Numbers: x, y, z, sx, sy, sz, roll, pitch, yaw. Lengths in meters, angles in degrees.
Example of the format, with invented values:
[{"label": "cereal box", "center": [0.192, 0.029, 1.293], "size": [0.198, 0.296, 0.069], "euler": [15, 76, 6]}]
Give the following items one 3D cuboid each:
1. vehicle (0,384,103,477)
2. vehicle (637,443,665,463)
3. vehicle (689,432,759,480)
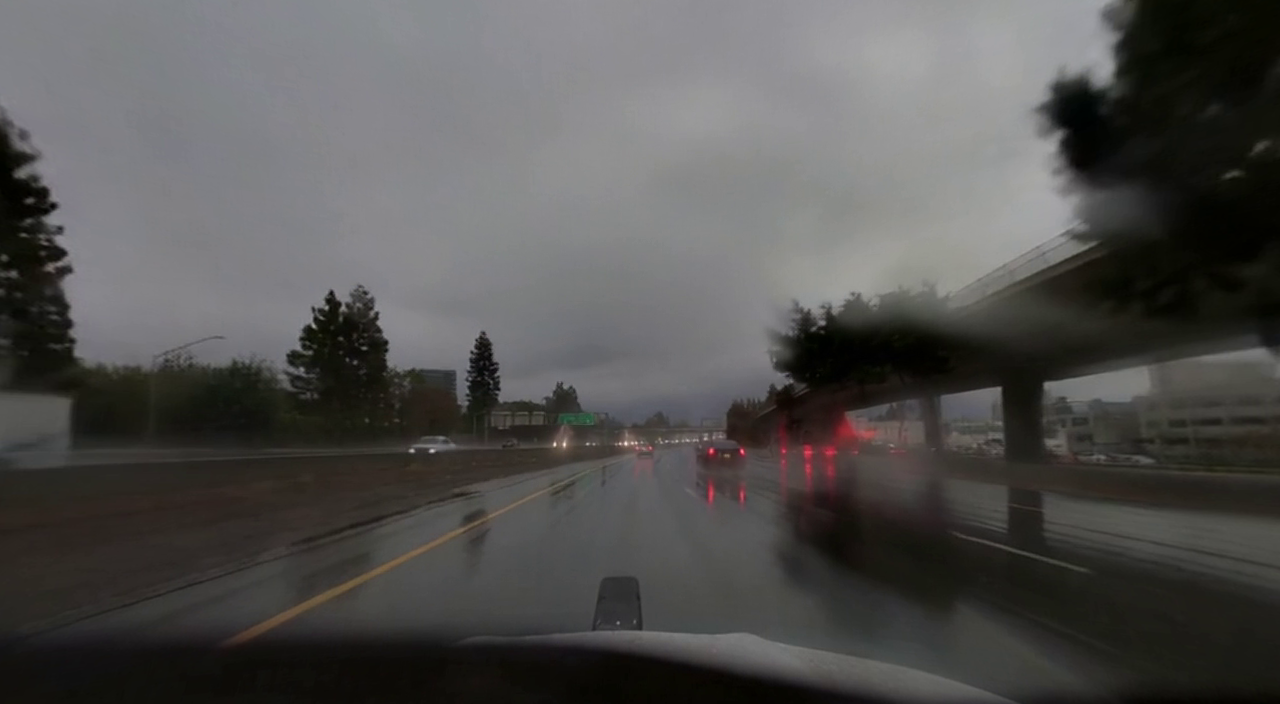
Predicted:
[{"label": "vehicle", "center": [-30.599, 3.126, 25.833], "size": [2.913, 4.150, 16.271], "euler": [0, -9, 0]}, {"label": "vehicle", "center": [0.829, 7.718, 48.407], "size": [2.046, 1.475, 3.784], "euler": [0, -9, 1]}, {"label": "vehicle", "center": [3.386, 4.330, 26.476], "size": [2.226, 1.779, 4.835], "euler": [0, -9, -1]}]
